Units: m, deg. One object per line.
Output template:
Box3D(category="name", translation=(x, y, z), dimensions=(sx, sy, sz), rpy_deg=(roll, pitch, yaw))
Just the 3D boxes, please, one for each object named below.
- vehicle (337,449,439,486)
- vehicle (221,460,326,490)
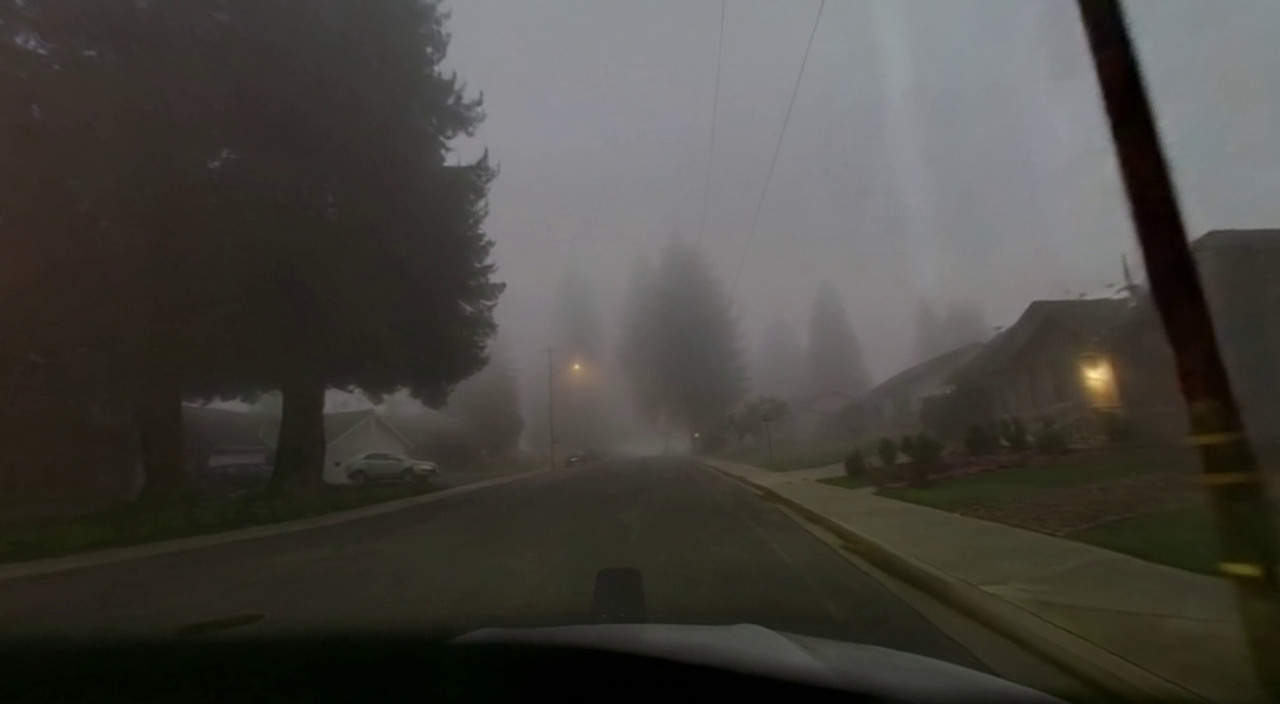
Box3D(category="vehicle", translation=(-13.234, 6.058, 33.333), dimensions=(4.559, 1.745, 1.918), rpy_deg=(-1, -9, 0))
Box3D(category="vehicle", translation=(-19.604, 6.582, 33.928), dimensions=(4.531, 1.470, 1.855), rpy_deg=(-2, -9, 4))
